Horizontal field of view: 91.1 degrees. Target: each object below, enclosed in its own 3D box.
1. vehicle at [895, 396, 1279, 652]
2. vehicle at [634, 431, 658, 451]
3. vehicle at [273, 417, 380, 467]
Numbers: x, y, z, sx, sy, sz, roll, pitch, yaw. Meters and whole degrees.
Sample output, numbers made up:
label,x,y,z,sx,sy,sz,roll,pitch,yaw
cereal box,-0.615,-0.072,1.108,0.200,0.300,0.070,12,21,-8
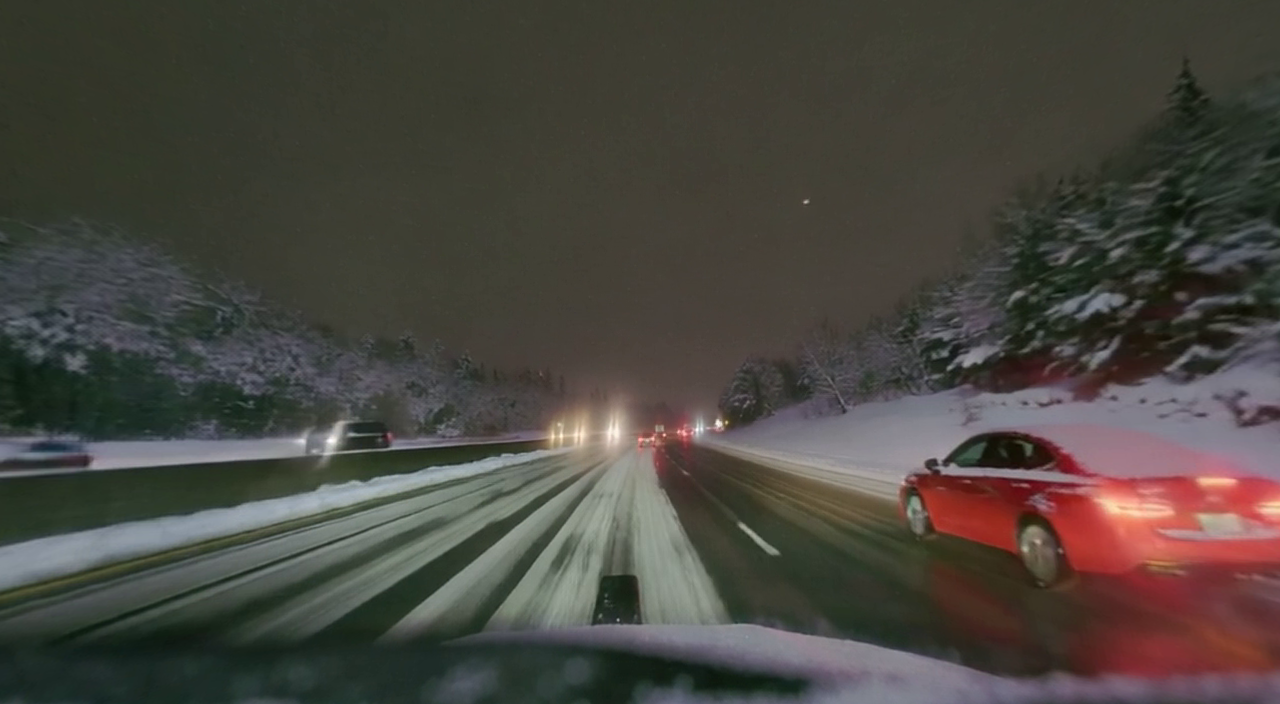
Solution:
label,x,y,z,sx,sy,sz,roll,pitch,yaw
vehicle,4.045,1.291,5.722,1.834,1.548,3.651,0,-8,-1
vehicle,0.430,6.793,48.032,1.771,1.480,3.781,0,-8,0
vehicle,-15.685,4.536,31.940,2.370,2.311,5.764,0,-8,1
